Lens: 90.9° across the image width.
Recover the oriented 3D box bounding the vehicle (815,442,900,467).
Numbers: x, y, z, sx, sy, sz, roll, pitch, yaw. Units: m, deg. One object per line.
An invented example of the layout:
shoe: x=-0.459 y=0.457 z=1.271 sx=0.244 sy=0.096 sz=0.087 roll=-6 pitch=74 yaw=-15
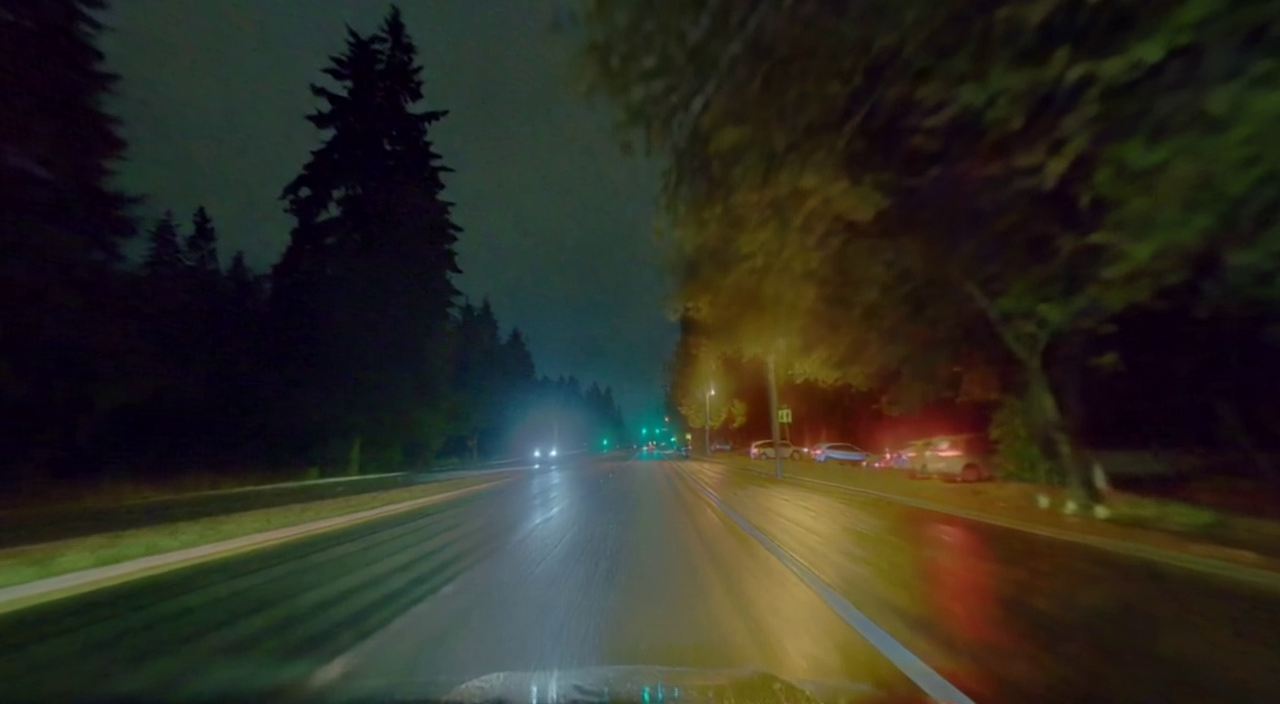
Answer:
vehicle: x=13.118 y=6.222 z=38.210 sx=4.438 sy=1.444 sz=1.900 roll=0 pitch=-8 yaw=0

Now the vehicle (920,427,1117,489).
vehicle: x=11.039 y=3.122 z=18.674 sx=4.493 sy=1.705 sz=2.034 roll=0 pitch=-8 yaw=0
